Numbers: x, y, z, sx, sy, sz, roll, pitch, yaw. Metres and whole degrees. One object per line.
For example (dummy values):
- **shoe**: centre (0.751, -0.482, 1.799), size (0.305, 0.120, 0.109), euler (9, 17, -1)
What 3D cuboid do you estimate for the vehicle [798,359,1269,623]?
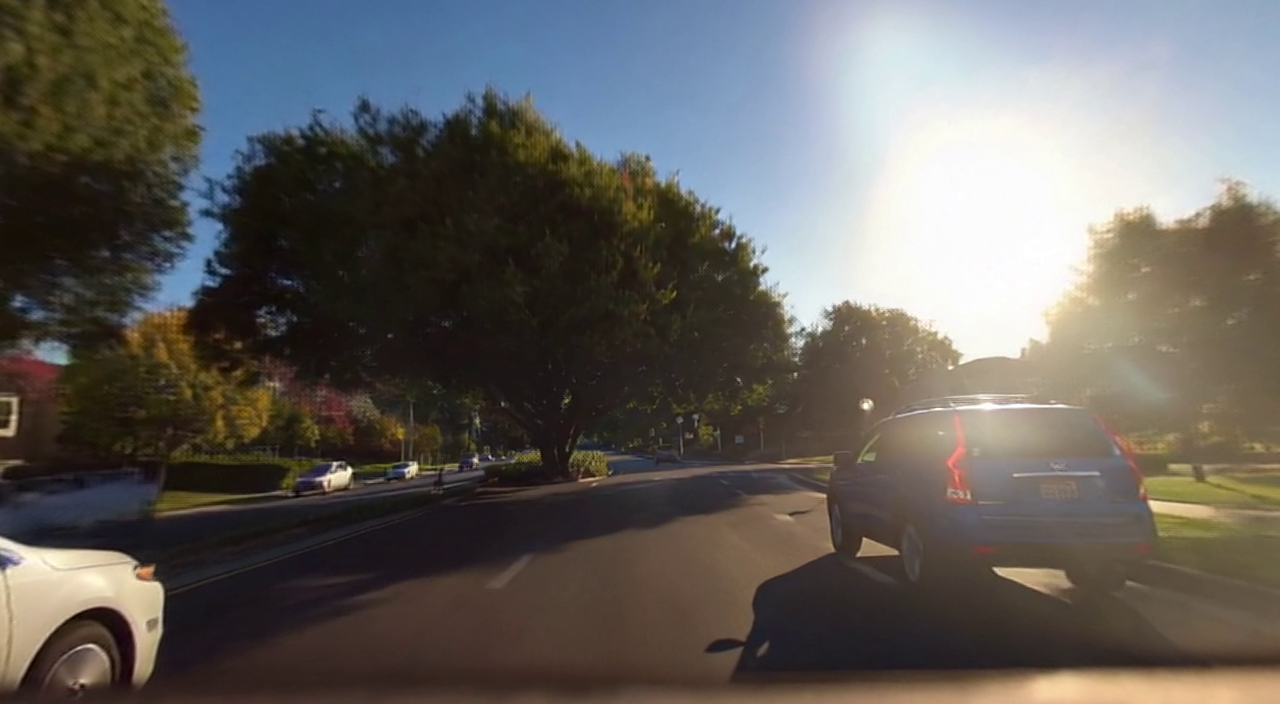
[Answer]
- **vehicle**: centre (3.789, 1.506, 7.830), size (2.338, 2.063, 5.592), euler (-1, -9, 2)

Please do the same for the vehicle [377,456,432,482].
- **vehicle**: centre (-15.083, 7.490, 40.657), size (1.967, 1.512, 4.901), euler (0, -9, -4)

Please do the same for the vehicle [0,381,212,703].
- **vehicle**: centre (-3.574, 0.792, 1.375), size (2.058, 1.659, 4.514), euler (0, -9, 0)

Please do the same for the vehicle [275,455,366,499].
- **vehicle**: centre (-14.042, 5.460, 27.990), size (1.954, 1.707, 4.410), euler (0, -9, -4)
